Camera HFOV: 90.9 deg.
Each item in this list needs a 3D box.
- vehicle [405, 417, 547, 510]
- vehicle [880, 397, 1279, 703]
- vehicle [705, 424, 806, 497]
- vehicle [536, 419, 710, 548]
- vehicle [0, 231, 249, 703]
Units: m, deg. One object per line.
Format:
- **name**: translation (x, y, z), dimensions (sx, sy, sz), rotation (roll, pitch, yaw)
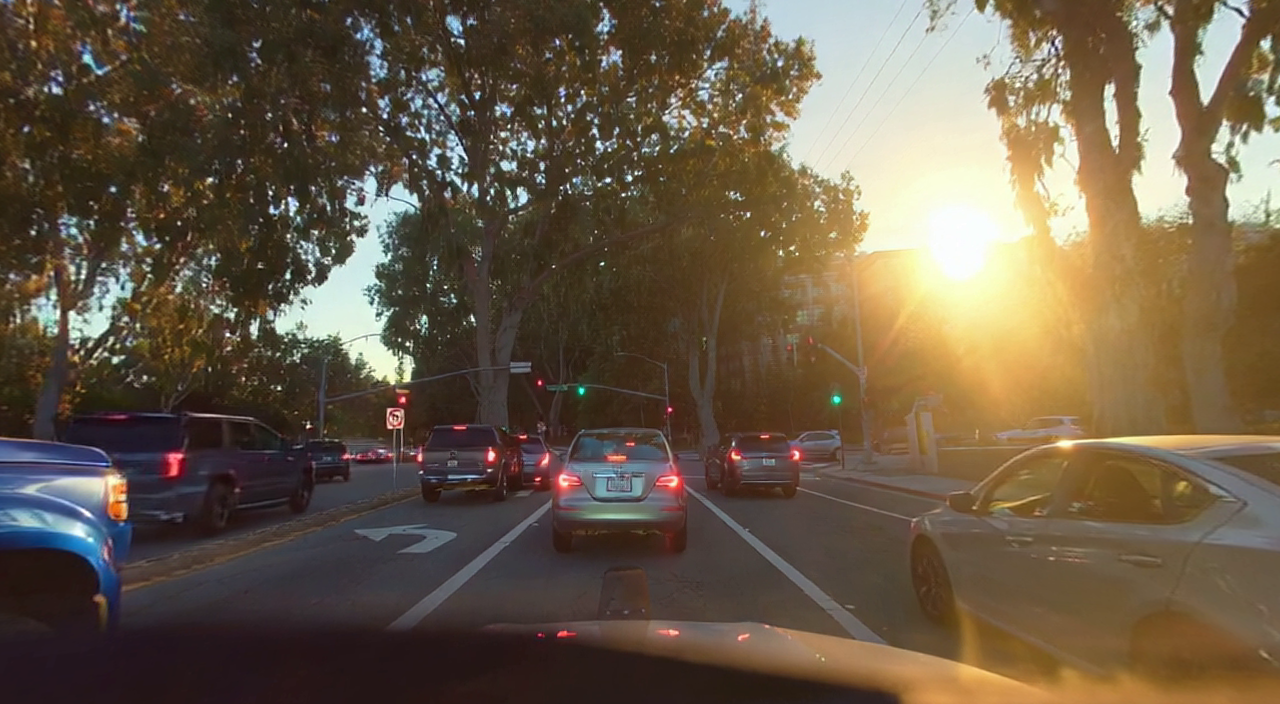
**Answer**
- **vehicle**: translation (-3.637, 2.572, 14.979), dimensions (2.089, 1.857, 4.488), rotation (0, -8, 1)
- **vehicle**: translation (3.013, 1.033, 3.019), dimensions (1.874, 1.477, 4.698), rotation (0, -8, 0)
- **vehicle**: translation (3.184, 3.114, 18.434), dimensions (2.102, 1.841, 4.587), rotation (0, -8, 0)
- **vehicle**: translation (-0.223, 1.938, 9.890), dimensions (2.194, 1.607, 3.690), rotation (0, -8, 0)
- **vehicle**: translation (-3.469, 0.374, 0.444), dimensions (2.656, 2.021, 5.800), rotation (0, -8, 0)
